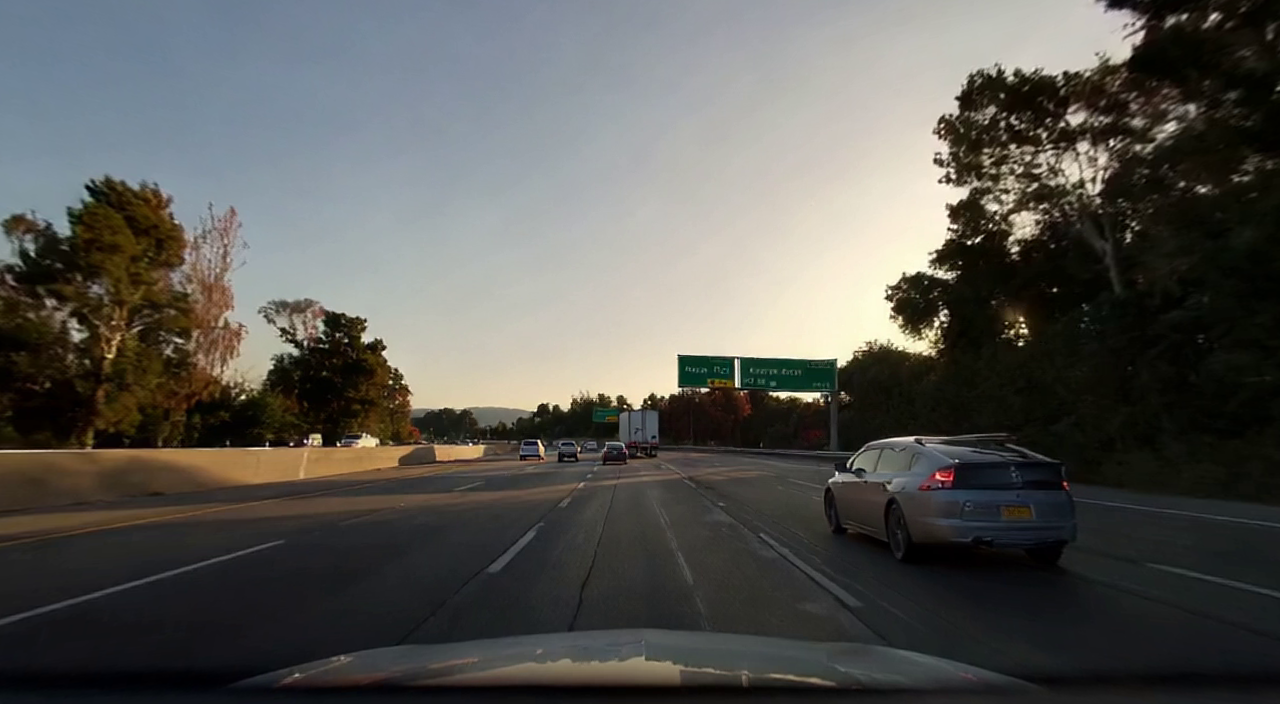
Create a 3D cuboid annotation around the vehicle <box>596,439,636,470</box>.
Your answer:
[{"bbox_3d":[-1.284,5.429,33.476,2.020,1.516,3.951,0,-9,-3],"label":"vehicle"}]

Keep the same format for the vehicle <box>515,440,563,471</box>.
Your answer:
[{"bbox_3d":[-5.251,5.436,33.369,2.072,1.512,4.043,0,-8,-3],"label":"vehicle"}]

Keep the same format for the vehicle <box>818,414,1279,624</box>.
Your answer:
[{"bbox_3d":[3.559,1.511,6.713,1.971,1.472,4.301,0,-8,-1],"label":"vehicle"}]
